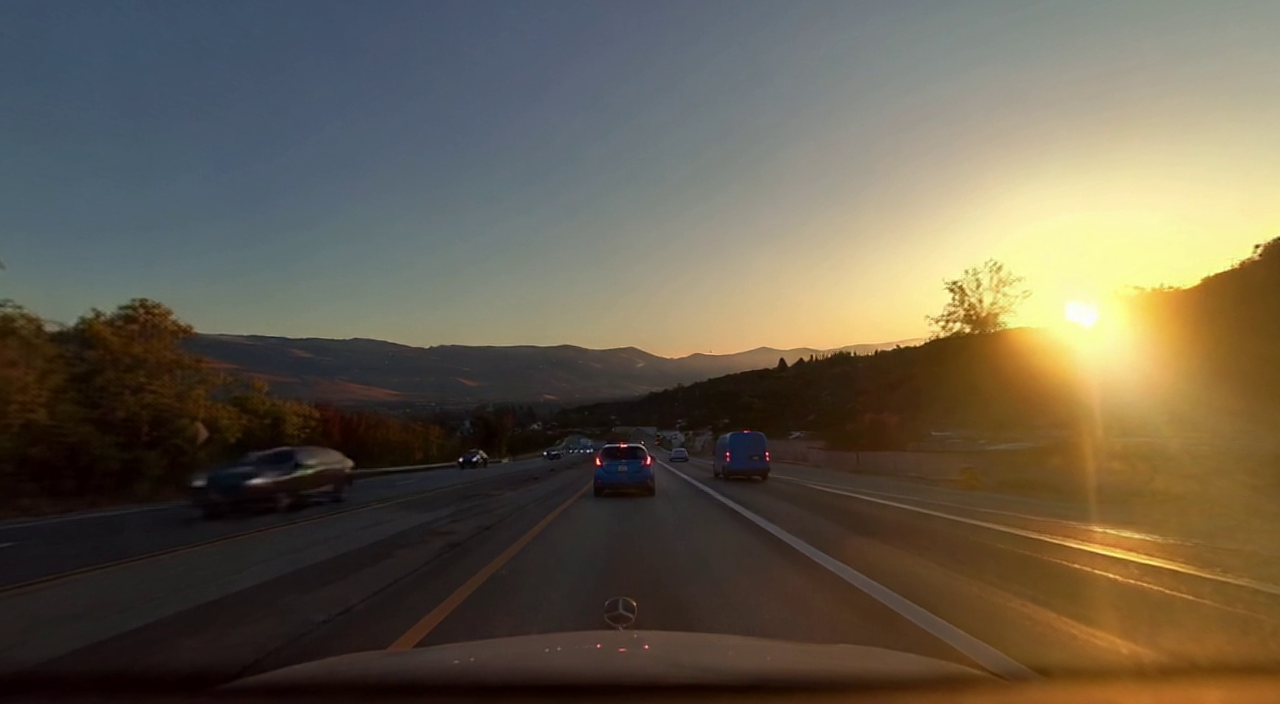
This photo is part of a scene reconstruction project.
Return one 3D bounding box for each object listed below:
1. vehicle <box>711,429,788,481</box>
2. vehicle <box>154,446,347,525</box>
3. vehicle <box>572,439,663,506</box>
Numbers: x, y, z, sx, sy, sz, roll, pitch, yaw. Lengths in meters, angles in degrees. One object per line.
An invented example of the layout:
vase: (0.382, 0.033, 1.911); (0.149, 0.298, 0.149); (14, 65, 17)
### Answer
vehicle: (4.413, 4.280, 26.168); (2.261, 1.952, 4.784); (0, -9, -1)
vehicle: (-8.798, 3.004, 14.685); (1.851, 1.542, 4.150); (0, -9, 0)
vehicle: (-0.516, 3.011, 16.030); (2.029, 1.483, 3.769); (0, -9, 0)
